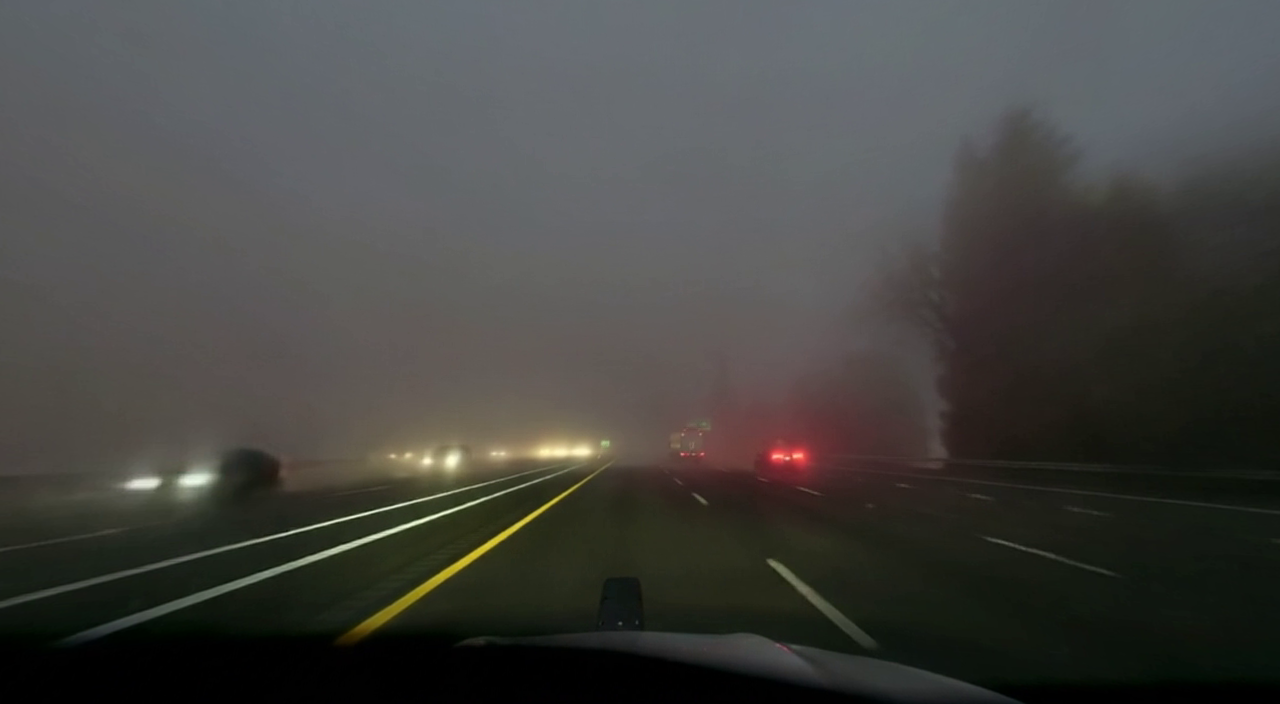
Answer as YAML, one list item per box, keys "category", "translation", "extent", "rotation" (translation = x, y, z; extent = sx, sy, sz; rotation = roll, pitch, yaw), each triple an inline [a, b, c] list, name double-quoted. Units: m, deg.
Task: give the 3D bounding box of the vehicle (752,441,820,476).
- category: "vehicle"
  translation: [6.483, 4.758, 28.521]
  extent: [2.009, 1.456, 4.097]
  rotation: [0, -9, -1]

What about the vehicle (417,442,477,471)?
- category: "vehicle"
  translation: [-11.353, 6.166, 37.526]
  extent: [2.053, 1.602, 4.777]
  rotation: [0, -9, 0]

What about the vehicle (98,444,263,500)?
- category: "vehicle"
  translation: [-15.001, 3.881, 21.048]
  extent: [2.038, 1.583, 4.642]
  rotation: [0, -8, 0]

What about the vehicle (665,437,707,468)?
- category: "vehicle"
  translation: [2.841, 6.385, 40.345]
  extent: [2.258, 1.824, 4.908]
  rotation: [0, -9, -1]
